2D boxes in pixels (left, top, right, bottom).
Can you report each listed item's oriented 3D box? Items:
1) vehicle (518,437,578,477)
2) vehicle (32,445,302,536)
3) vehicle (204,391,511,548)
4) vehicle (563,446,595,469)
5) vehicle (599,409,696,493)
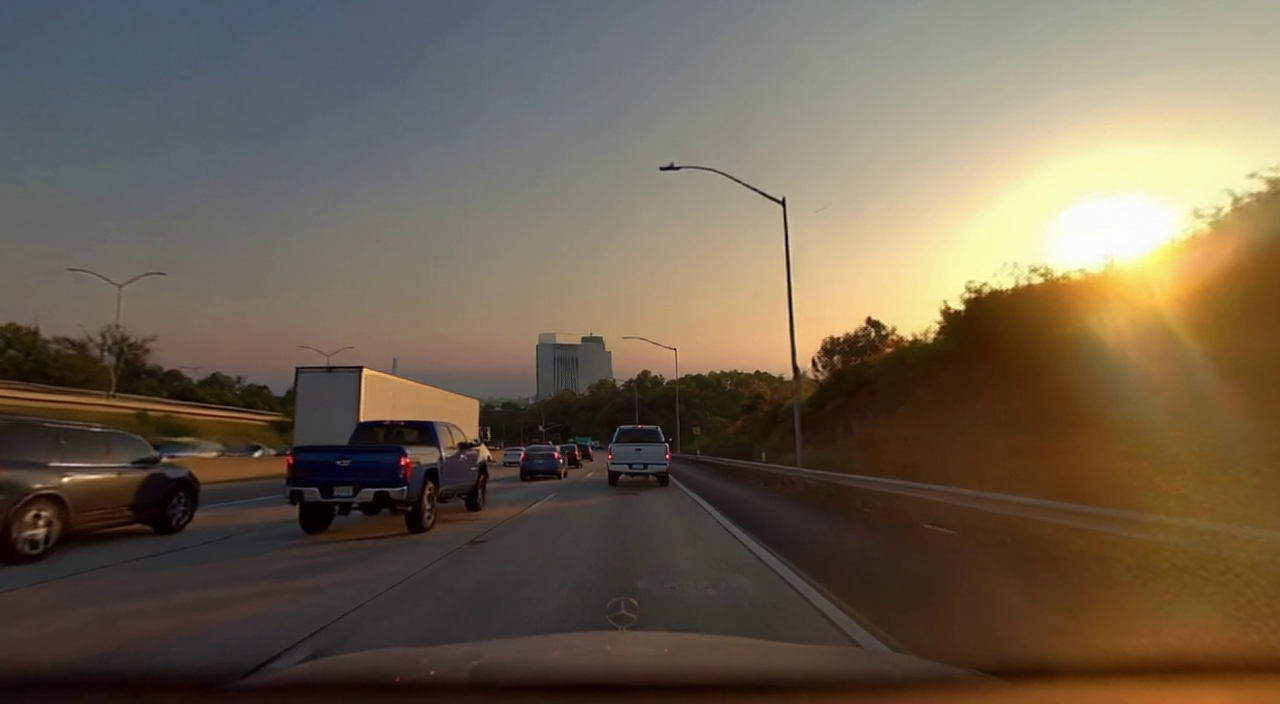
[{"bbox_3d":[-4.655,5.399,32.773,2.329,1.859,4.823,0,-9,0],"label":"vehicle"},{"bbox_3d":[-8.631,2.515,12.121,1.893,1.409,4.154,-1,-9,1],"label":"vehicle"},{"bbox_3d":[-4.165,1.915,10.908,2.575,1.958,5.730,0,-9,1],"label":"vehicle"},{"bbox_3d":[-4.229,7.353,44.097,1.948,1.494,4.157,0,-9,-2],"label":"vehicle"},{"bbox_3d":[0.114,3.529,22.779,2.886,2.471,7.692,0,-9,-2],"label":"vehicle"}]
